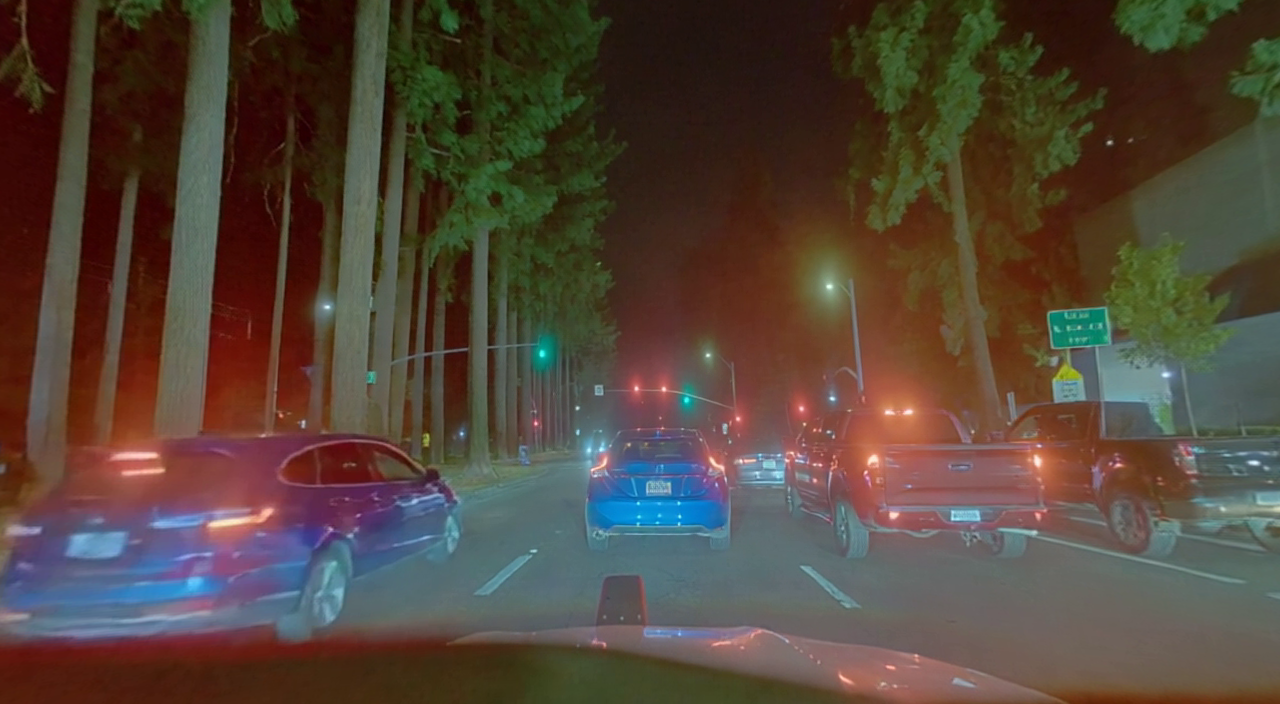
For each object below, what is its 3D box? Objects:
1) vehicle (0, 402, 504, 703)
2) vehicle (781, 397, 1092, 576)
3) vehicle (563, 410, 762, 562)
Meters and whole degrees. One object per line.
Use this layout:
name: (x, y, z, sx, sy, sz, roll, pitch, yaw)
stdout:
vehicle: (-2.881, 1.361, 5.478, 2.133, 1.496, 5.150, 0, -8, 1)
vehicle: (3.383, 1.633, 8.372, 2.099, 1.725, 4.290, 0, -8, 1)
vehicle: (0.246, 1.769, 8.973, 2.168, 1.641, 4.039, 0, -8, 0)
